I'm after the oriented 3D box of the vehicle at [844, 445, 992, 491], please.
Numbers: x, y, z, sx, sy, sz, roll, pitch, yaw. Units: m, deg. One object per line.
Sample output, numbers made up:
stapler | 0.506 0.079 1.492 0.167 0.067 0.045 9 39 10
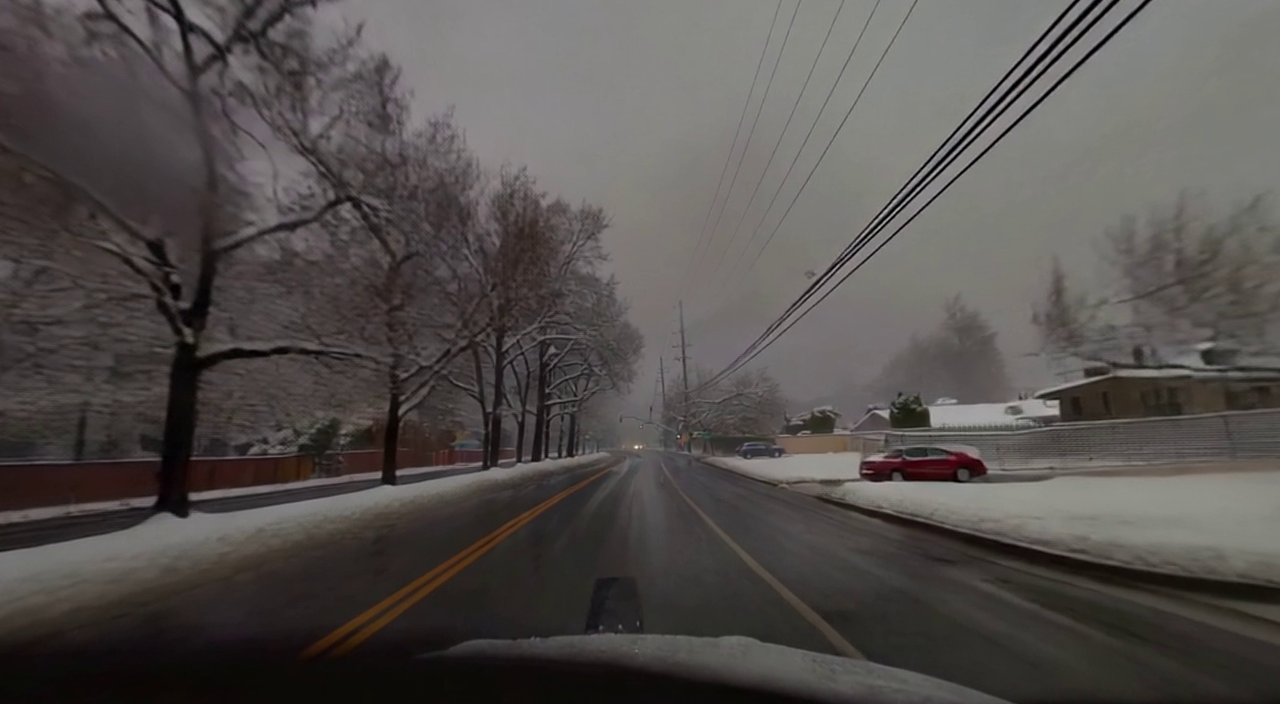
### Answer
vehicle | 9.303 3.883 21.354 4.159 1.408 1.822 2 -8 -5
